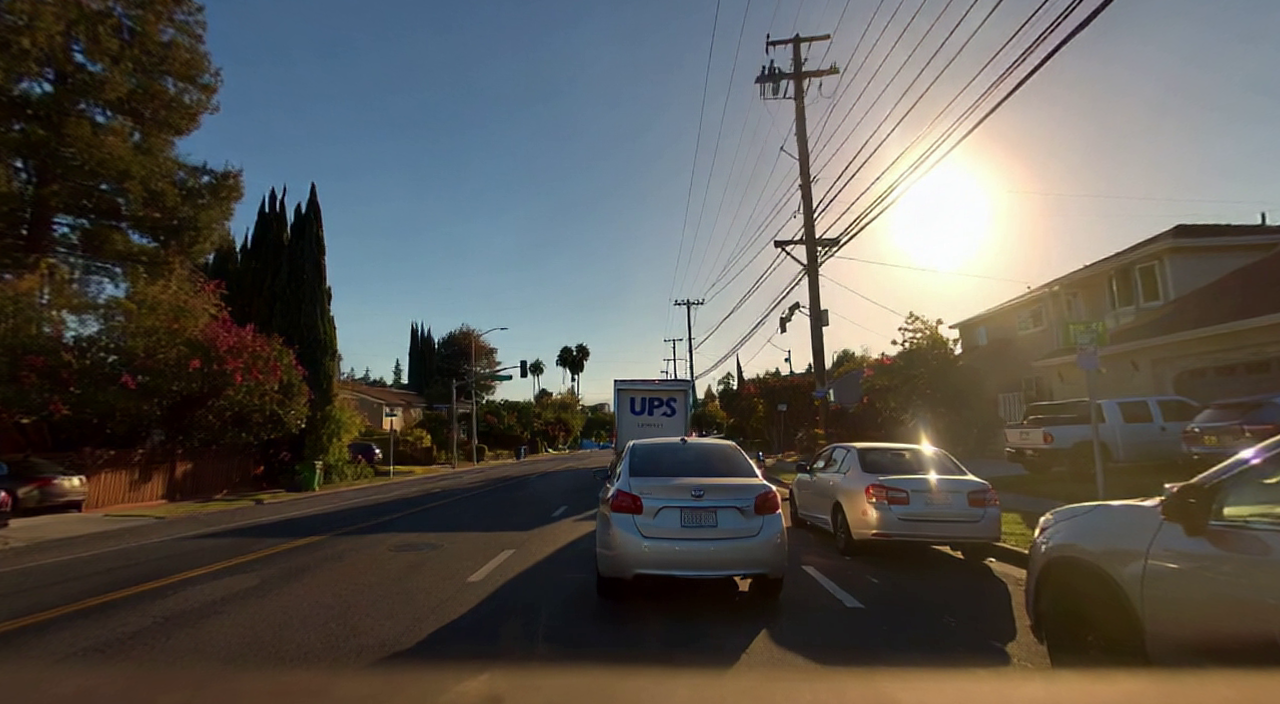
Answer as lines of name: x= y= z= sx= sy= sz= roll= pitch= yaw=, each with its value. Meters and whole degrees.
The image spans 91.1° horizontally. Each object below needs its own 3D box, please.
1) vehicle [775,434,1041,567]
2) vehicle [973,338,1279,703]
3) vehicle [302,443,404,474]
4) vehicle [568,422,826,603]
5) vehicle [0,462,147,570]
vehicle: x=3.519 y=2.014 z=9.390 sx=1.993 sy=1.479 sz=4.487 roll=0 pitch=-8 yaw=0
vehicle: x=3.324 y=0.771 z=1.914 sx=2.069 sy=1.722 sz=4.888 roll=0 pitch=-8 yaw=2
vehicle: x=-17.425 y=6.466 z=38.296 sx=5.274 sy=1.793 sz=1.921 roll=0 pitch=-8 yaw=3
vehicle: x=0.478 y=1.674 z=7.523 sx=2.158 sy=1.499 sz=4.377 roll=0 pitch=-8 yaw=0
vehicle: x=-10.349 y=2.485 z=9.481 sx=1.925 sy=1.482 sz=4.753 roll=0 pitch=-8 yaw=0
